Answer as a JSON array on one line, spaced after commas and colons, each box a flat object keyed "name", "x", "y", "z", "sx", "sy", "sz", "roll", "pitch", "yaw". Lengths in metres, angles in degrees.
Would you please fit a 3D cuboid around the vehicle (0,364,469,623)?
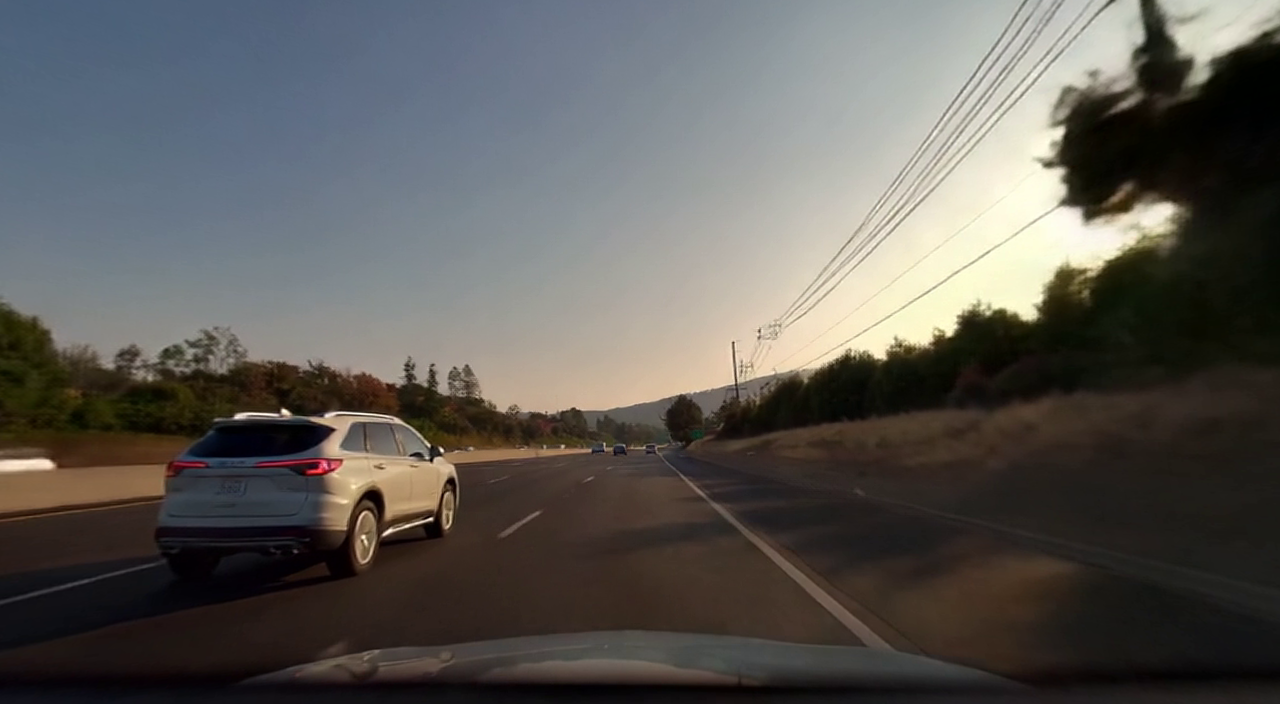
[{"name": "vehicle", "x": -3.834, "y": 1.456, "z": 7.439, "sx": 2.136, "sy": 1.975, "sz": 5.037, "roll": -1, "pitch": -8, "yaw": 1}]
